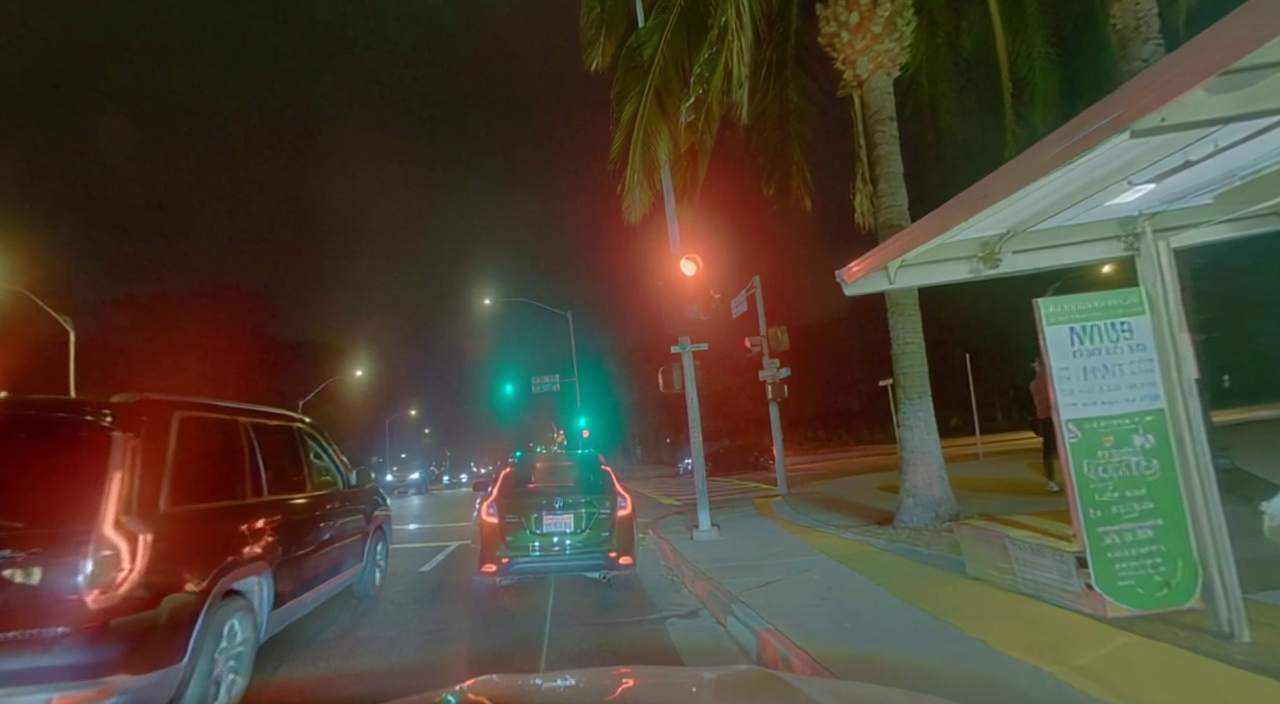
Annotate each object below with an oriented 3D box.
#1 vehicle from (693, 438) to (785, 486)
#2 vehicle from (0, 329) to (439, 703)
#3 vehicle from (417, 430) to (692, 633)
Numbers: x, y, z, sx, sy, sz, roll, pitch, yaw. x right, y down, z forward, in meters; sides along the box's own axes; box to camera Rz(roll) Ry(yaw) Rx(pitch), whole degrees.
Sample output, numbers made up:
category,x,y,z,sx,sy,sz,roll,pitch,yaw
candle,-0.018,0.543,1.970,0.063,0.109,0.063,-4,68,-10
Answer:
category,x,y,z,sx,sy,sz,roll,pitch,yaw
vehicle,4.987,5.550,31.996,3.986,1.636,1.903,8,0,-11
vehicle,-3.011,1.160,4.651,2.098,1.851,4.571,1,-9,-8
vehicle,-0.981,1.665,6.978,2.065,1.467,4.289,1,-9,-10
